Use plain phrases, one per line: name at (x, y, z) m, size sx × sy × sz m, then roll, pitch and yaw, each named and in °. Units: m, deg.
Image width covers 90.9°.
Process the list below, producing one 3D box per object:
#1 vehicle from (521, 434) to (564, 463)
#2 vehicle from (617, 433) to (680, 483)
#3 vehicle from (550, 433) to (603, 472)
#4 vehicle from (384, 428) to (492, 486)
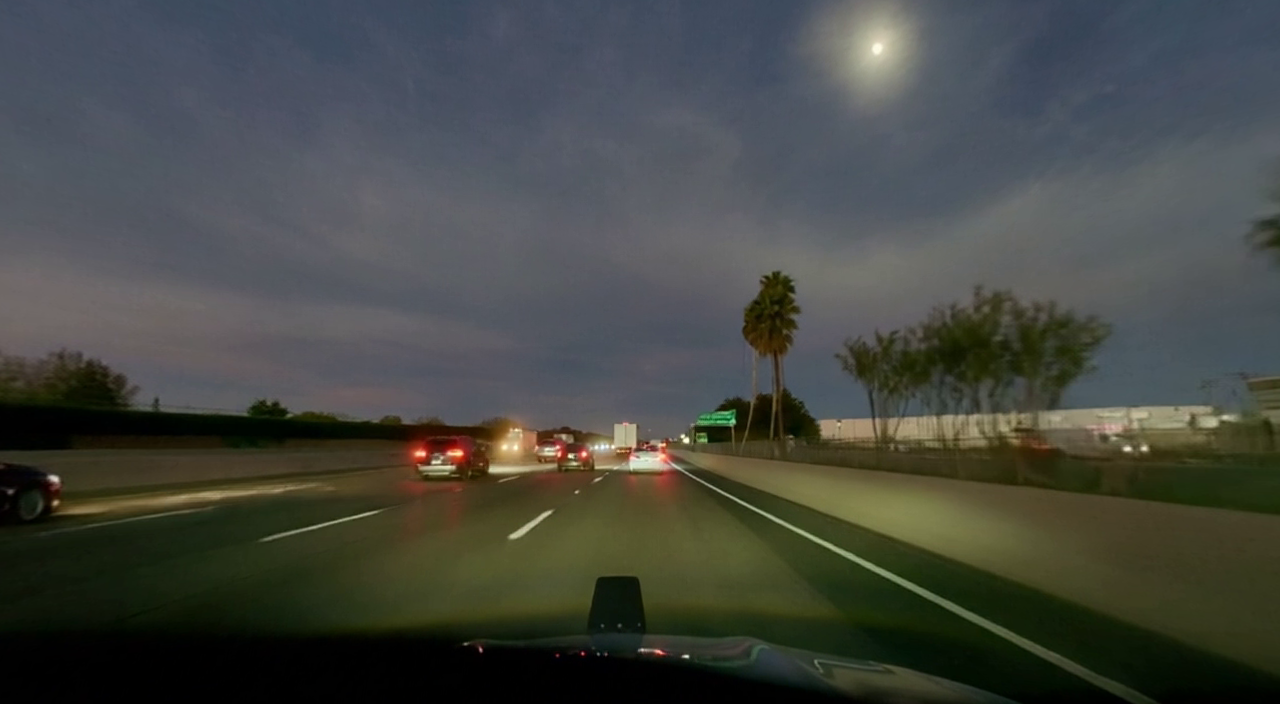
vehicle at (-6.842, 6.822, 44.681) m, size 2.085 × 1.932 × 4.967 m, roll -1°, pitch -8°, yaw 2°
vehicle at (0.293, 3.881, 23.429) m, size 2.136 × 1.678 × 4.052 m, roll 0°, pitch -8°, yaw 0°
vehicle at (-3.154, 5.103, 32.177) m, size 2.108 × 1.832 × 4.549 m, roll 0°, pitch -8°, yaw 1°
vehicle at (-6.874, 3.622, 22.084) m, size 2.105 × 1.790 × 4.689 m, roll 0°, pitch -8°, yaw 2°
